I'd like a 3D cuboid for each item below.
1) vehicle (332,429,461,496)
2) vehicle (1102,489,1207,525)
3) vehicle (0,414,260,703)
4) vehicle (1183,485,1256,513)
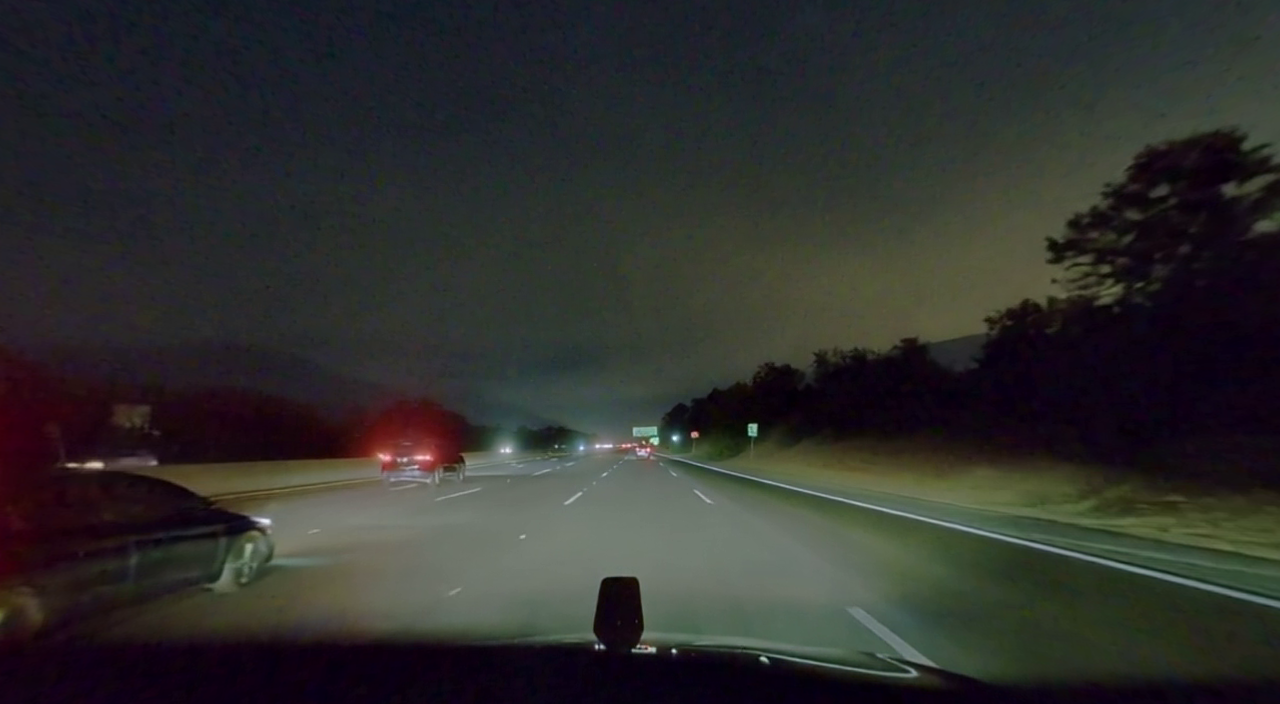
[{"bbox_3d":[-7.375,3.382,19.735,2.032,1.808,4.776,0,-8,1],"label":"vehicle"},{"bbox_3d":[33.493,10.046,41.296,2.108,1.784,4.918,2,-8,-13],"label":"vehicle"},{"bbox_3d":[-4.066,1.008,2.730,1.967,1.488,4.565,0,-8,1],"label":"vehicle"},{"bbox_3d":[41.006,10.381,44.819,1.732,1.505,4.392,-2,-9,13],"label":"vehicle"}]
